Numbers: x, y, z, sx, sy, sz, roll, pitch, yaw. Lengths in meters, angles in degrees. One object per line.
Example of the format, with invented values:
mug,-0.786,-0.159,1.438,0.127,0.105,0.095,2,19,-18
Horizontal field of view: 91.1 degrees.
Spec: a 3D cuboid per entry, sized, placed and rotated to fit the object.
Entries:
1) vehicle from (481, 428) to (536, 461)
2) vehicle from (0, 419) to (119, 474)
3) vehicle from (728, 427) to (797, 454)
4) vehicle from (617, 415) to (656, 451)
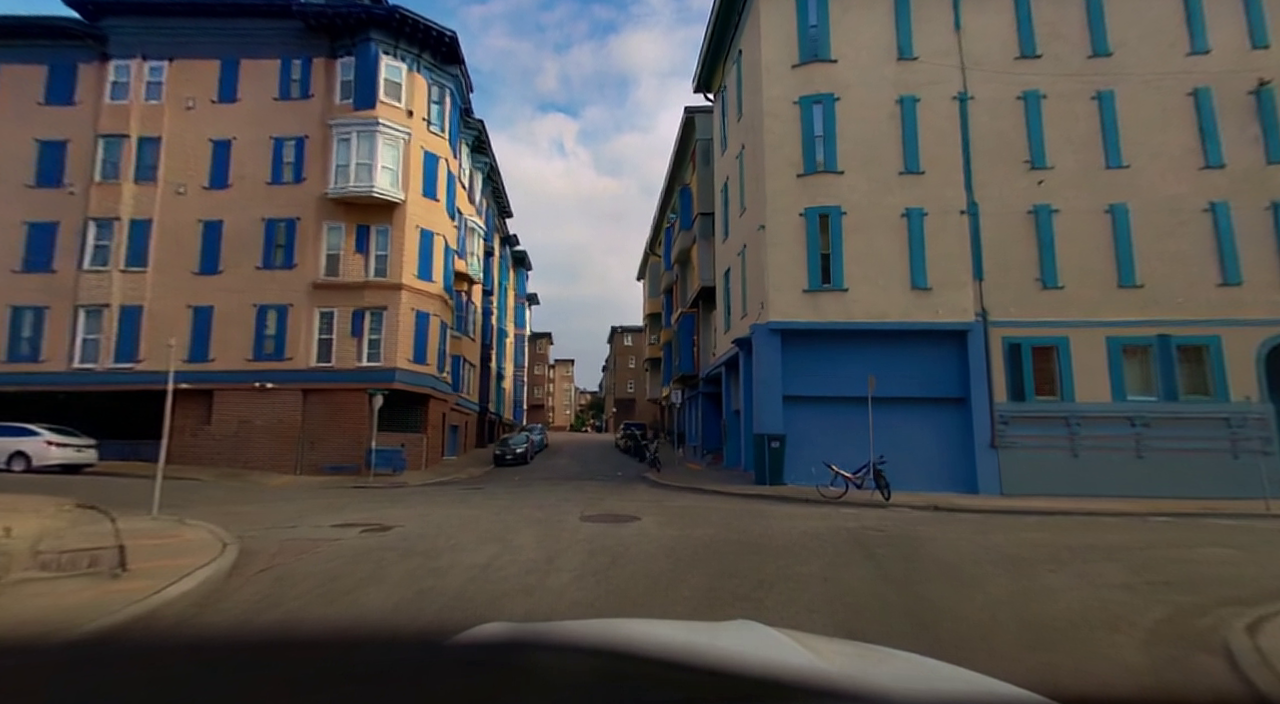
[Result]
vehicle,-6.121,4.348,29.654,1.897,1.431,3.741,0,-7,-2
vehicle,-18.553,3.009,19.730,2.924,1.591,1.756,-2,-12,13
vehicle,6.661,4.849,34.388,3.404,1.431,1.641,0,-7,-3
vehicle,-0.291,5.031,39.098,2.072,2.074,4.358,1,-7,-5
